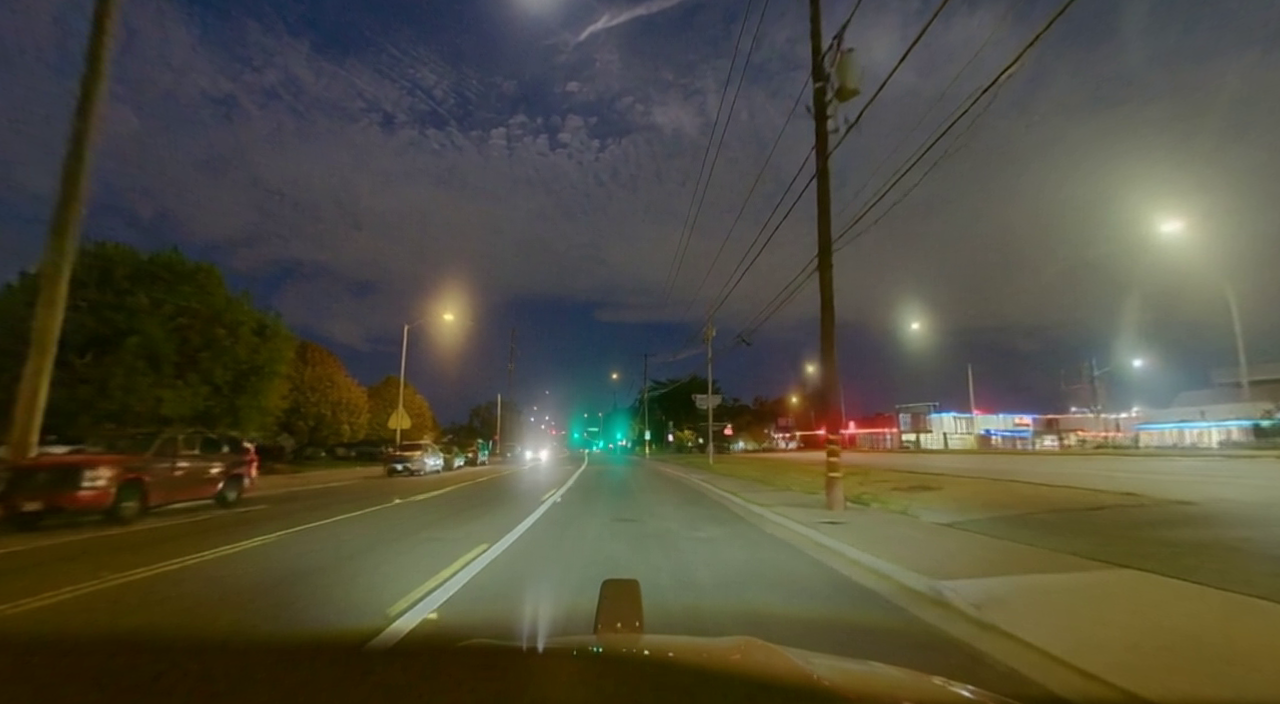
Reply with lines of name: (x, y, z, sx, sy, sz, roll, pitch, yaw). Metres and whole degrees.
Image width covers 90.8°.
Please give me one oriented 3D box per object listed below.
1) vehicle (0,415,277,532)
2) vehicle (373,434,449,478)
vehicle: (-9.666, 2.296, 12.555, 1.983, 1.799, 5.276, 1, -9, -3)
vehicle: (-10.570, 4.839, 29.614, 2.016, 1.872, 5.297, 1, -9, -6)
